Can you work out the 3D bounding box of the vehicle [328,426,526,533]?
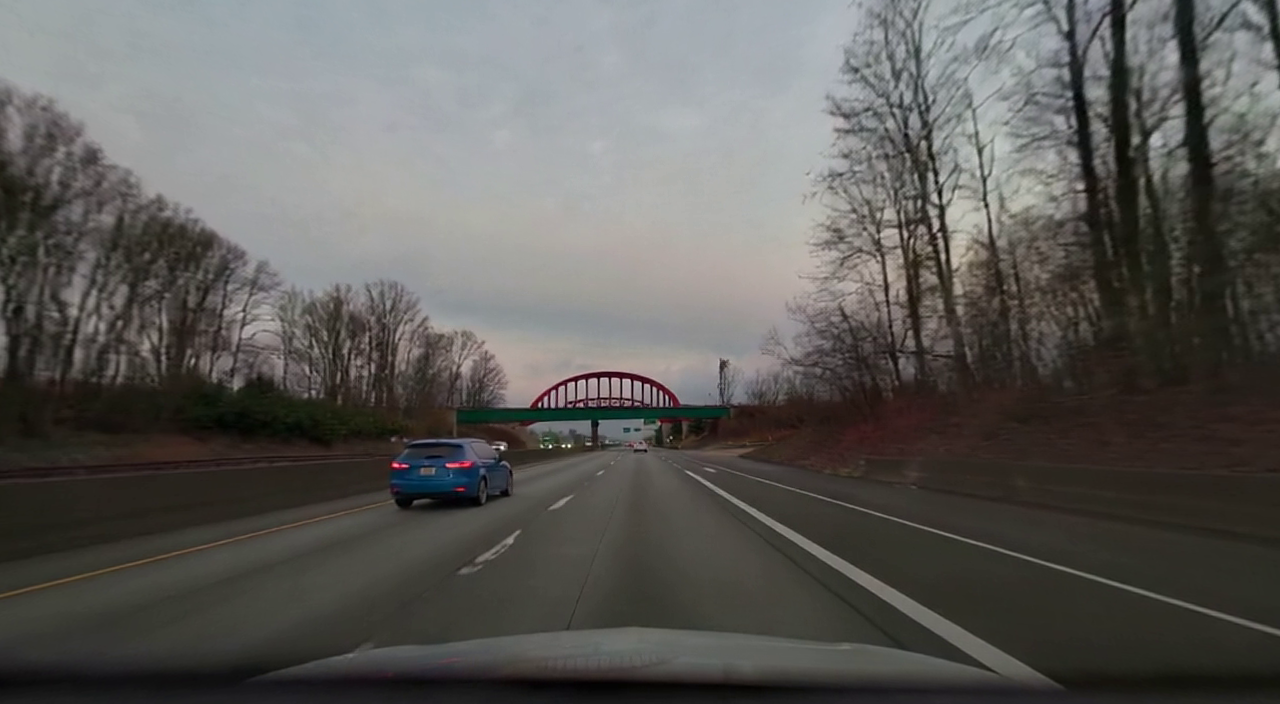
[{"bbox_3d":[-3.526,2.198,11.452,2.052,1.556,4.405,0,-8,0],"label":"vehicle"}]
